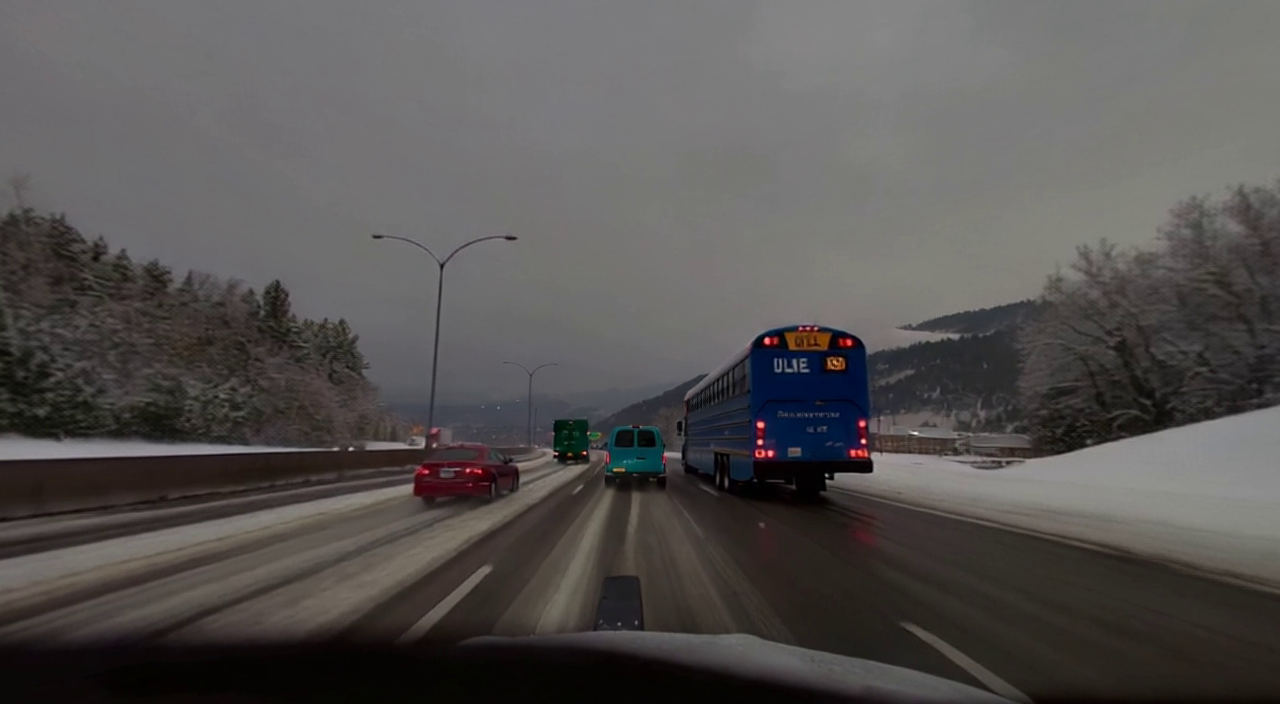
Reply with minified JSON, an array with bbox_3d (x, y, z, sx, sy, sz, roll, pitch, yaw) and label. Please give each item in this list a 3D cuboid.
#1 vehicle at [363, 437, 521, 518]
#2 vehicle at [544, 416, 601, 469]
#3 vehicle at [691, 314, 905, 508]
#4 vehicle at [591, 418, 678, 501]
[{"bbox_3d":[-4.010,2.596,13.656,2.039,1.453,4.197,0,-8,0],"label":"vehicle"},{"bbox_3d":[-4.127,5.775,40.384,2.947,3.009,7.991,0,-8,-1],"label":"vehicle"},{"bbox_3d":[3.836,2.168,19.967,3.006,4.101,13.245,0,-8,-2],"label":"vehicle"},{"bbox_3d":[-0.212,2.853,17.118,2.037,1.929,4.343,0,-8,-2],"label":"vehicle"}]
